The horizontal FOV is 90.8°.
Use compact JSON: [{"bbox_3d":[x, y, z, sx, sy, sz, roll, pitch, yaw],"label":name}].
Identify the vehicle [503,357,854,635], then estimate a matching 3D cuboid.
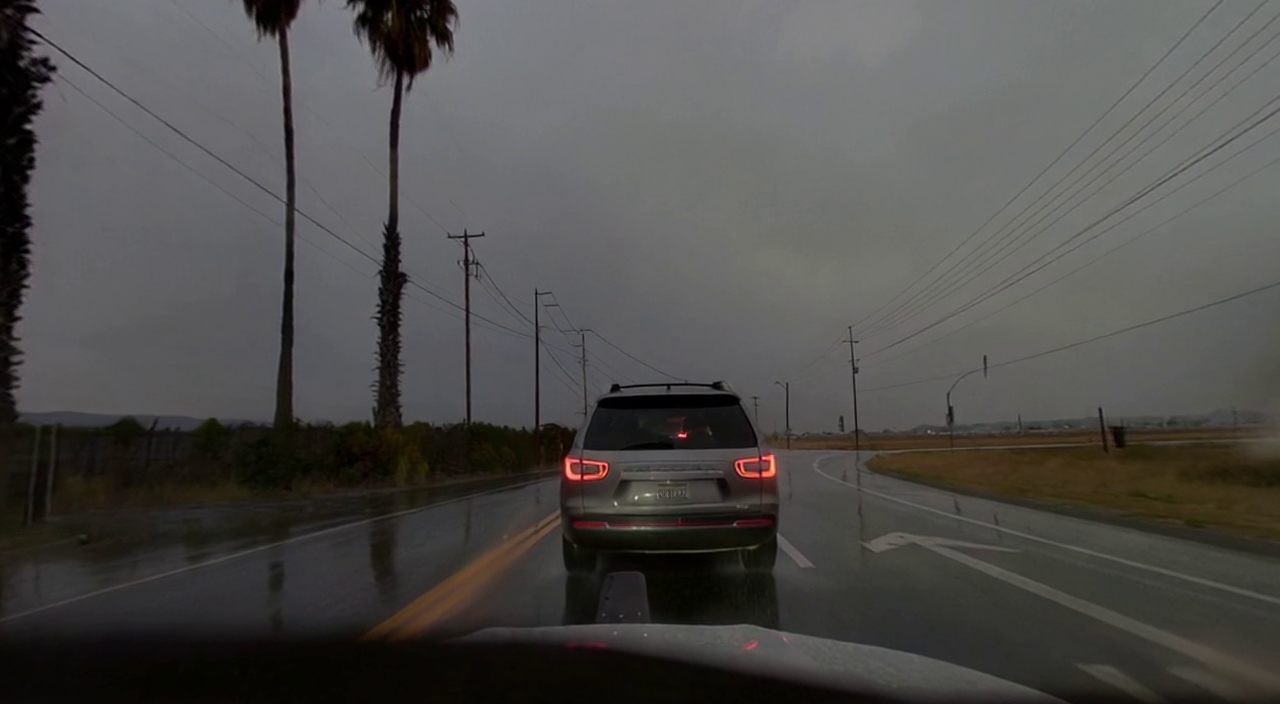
[{"bbox_3d":[0.178,1.297,6.620,2.364,1.859,4.538,0,-9,-2],"label":"vehicle"}]
